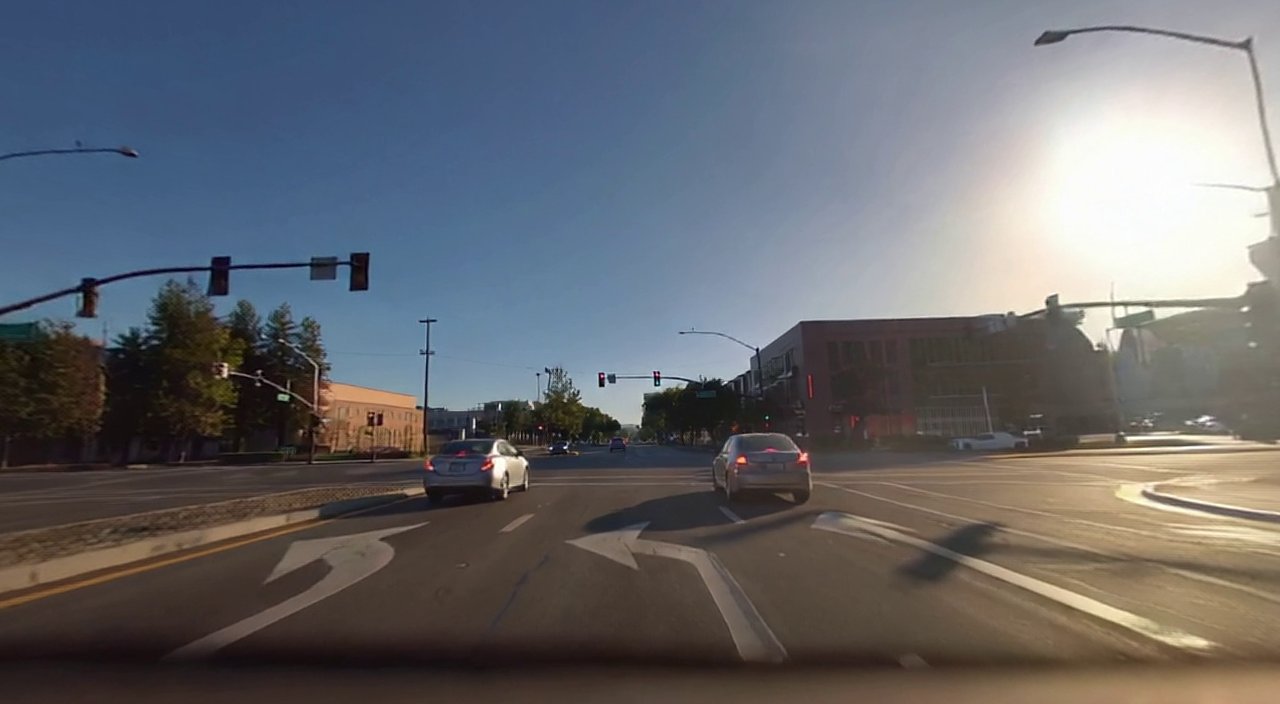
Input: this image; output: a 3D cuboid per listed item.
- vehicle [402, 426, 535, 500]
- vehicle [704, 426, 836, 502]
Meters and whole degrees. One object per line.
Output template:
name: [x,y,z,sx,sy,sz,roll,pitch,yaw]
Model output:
vehicle: [-3.990,2.680,15.625,1.973,1.526,4.533,0,-8,1]
vehicle: [2.878,2.629,15.225,2.130,1.524,4.722,0,-8,-1]
